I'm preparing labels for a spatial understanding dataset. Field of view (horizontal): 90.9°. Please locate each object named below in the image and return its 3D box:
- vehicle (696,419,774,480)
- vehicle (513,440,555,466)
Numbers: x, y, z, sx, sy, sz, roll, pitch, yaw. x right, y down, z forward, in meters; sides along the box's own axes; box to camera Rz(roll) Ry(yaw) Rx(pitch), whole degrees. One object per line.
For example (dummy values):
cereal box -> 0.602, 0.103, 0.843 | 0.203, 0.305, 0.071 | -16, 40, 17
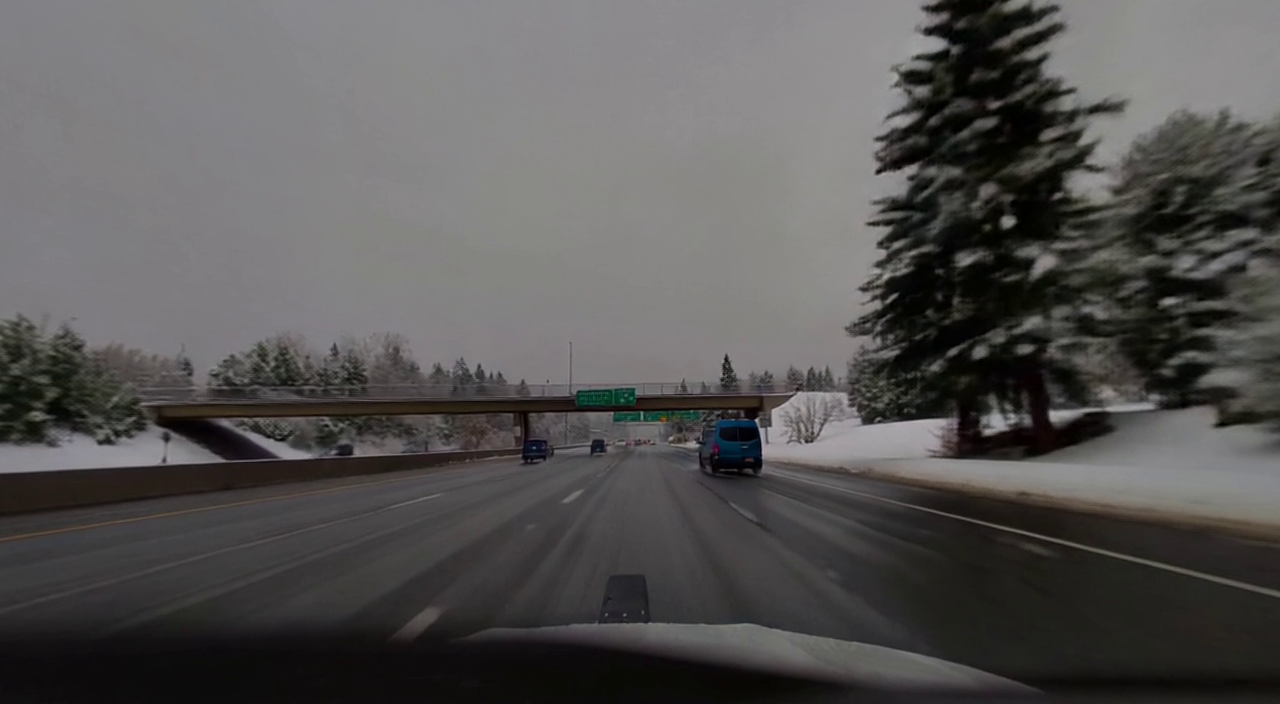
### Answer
vehicle -> 3.803, 4.059, 26.397 | 2.347, 2.234, 5.352 | 0, -8, -1
vehicle -> -7.313, 7.006, 43.924 | 2.068, 1.632, 4.623 | -1, -8, 1
